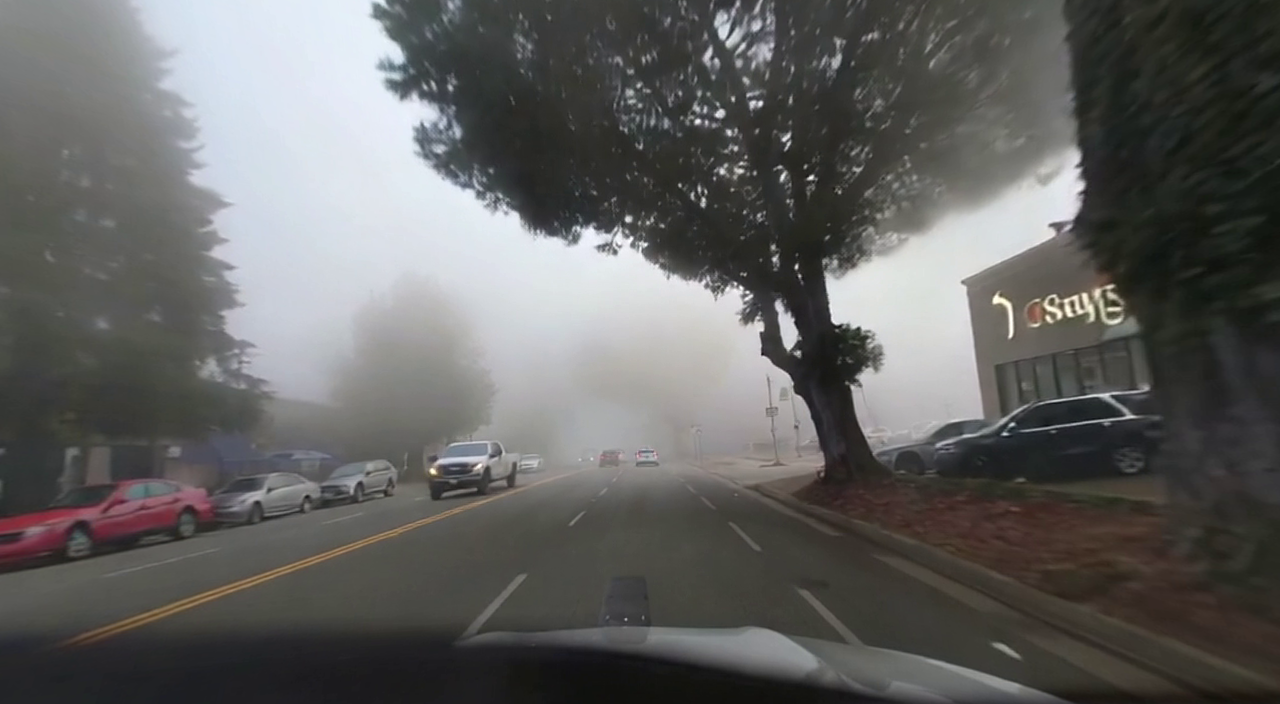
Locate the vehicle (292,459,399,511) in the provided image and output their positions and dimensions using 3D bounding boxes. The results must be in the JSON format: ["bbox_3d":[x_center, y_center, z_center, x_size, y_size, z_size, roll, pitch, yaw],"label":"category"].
[{"bbox_3d":[-11.248,5.067,24.473,1.925,1.709,4.426,0,-8,1],"label":"vehicle"}]

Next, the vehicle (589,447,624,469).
[{"bbox_3d":[-2.220,7.147,42.774,2.099,1.424,4.609,0,-8,1],"label":"vehicle"}]

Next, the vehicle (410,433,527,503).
[{"bbox_3d":[-6.008,4.150,23.115,2.644,2.161,5.825,-1,-8,1],"label":"vehicle"}]

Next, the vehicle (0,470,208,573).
[{"bbox_3d":[-11.269,3.332,12.966,1.946,1.526,3.954,-2,-7,0],"label":"vehicle"}]

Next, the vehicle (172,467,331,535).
[{"bbox_3d":[-11.322,4.316,18.841,1.858,1.469,4.665,-4,-9,0],"label":"vehicle"}]

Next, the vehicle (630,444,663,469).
[{"bbox_3d":[0.421,6.748,40.883,2.020,1.478,3.922,0,-8,1],"label":"vehicle"}]
